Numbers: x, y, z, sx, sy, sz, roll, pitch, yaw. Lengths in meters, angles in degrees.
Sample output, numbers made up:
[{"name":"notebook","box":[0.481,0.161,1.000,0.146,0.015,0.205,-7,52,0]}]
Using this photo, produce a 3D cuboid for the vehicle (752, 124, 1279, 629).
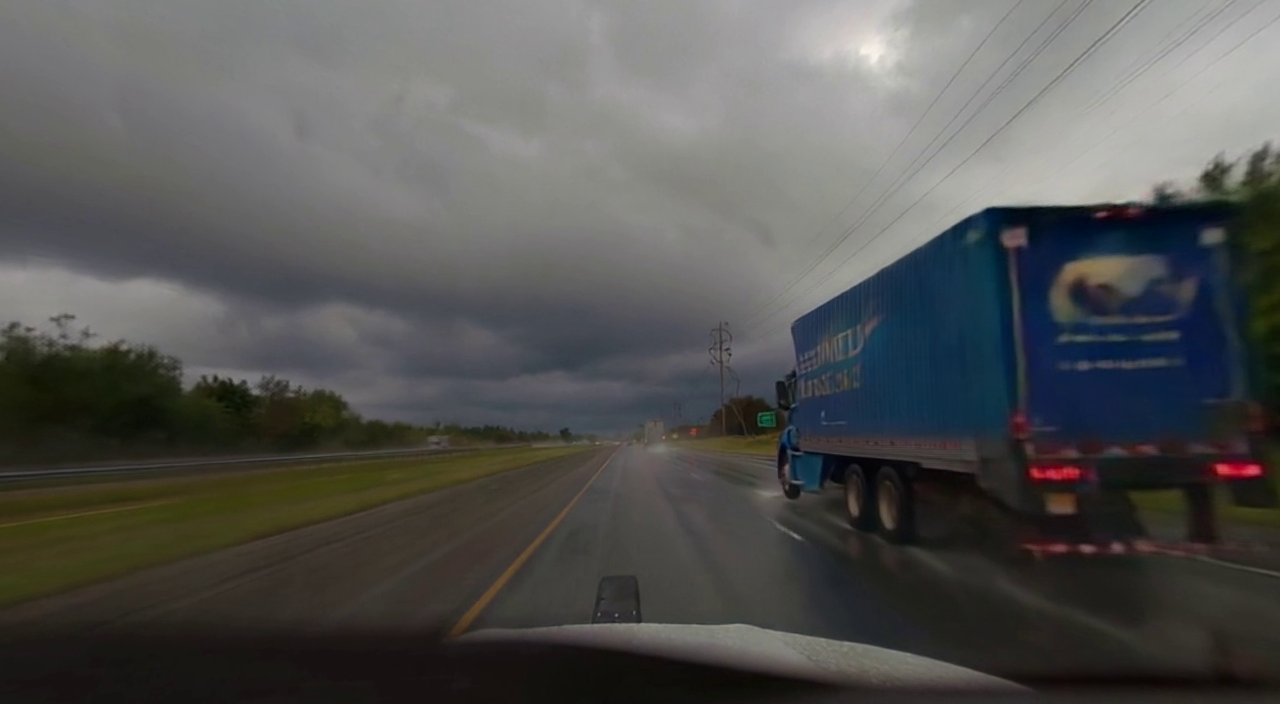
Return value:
[{"name":"vehicle","box":[4.145,0.710,9.125,3.037,3.672,9.136,0,-8,-2]}]
